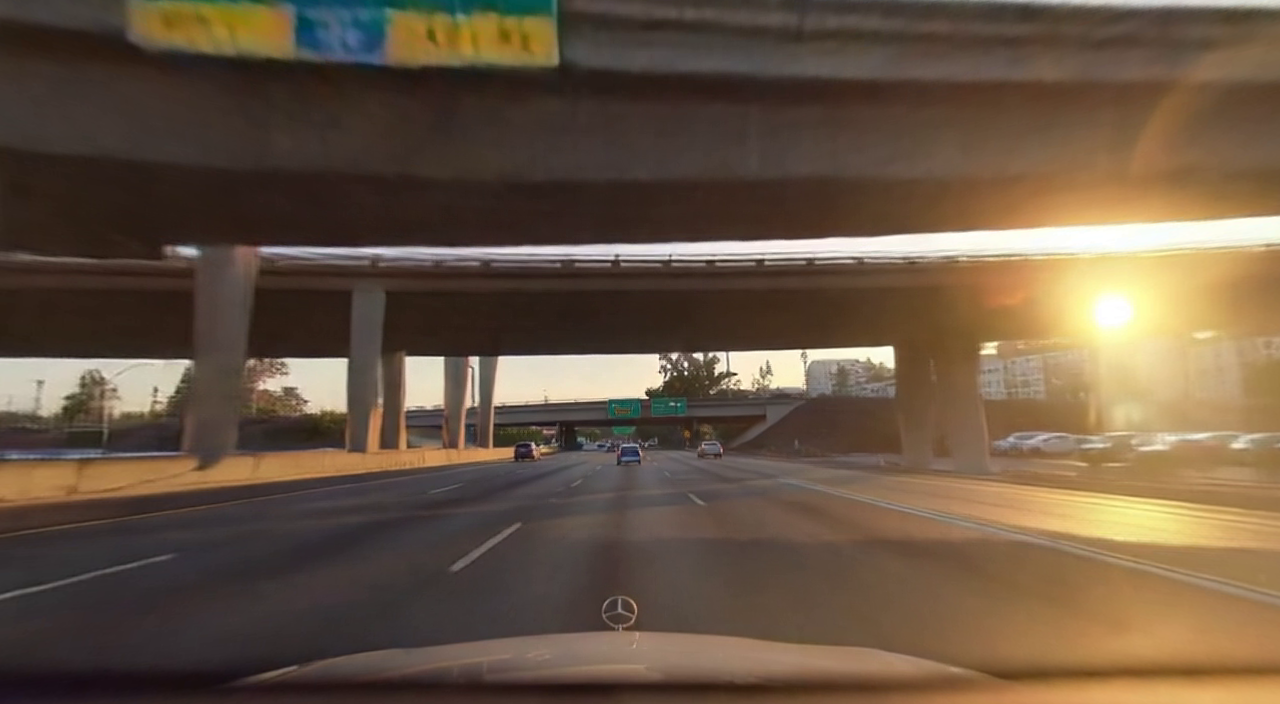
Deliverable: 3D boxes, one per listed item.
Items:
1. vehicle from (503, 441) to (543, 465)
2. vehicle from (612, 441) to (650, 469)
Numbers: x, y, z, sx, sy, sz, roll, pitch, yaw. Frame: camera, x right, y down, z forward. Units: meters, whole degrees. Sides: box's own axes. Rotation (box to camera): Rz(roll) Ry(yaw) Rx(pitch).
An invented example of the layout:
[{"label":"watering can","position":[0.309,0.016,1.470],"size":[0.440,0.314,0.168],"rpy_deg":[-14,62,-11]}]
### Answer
[{"label":"vehicle","position":[-8.101,7.041,44.146],"size":[1.957,1.554,4.350],"rpy_deg":[0,-8,0]},{"label":"vehicle","position":[-0.524,5.768,35.622],"size":[2.012,1.471,4.059],"rpy_deg":[0,-8,-2]}]
